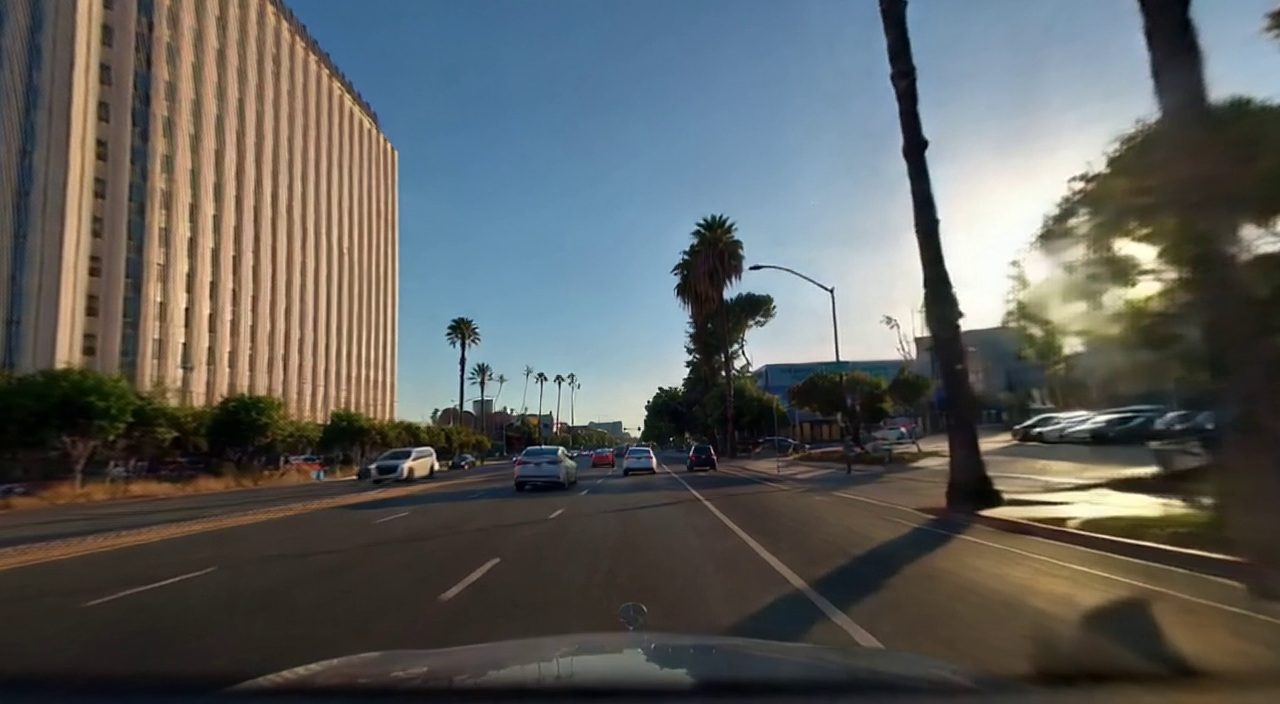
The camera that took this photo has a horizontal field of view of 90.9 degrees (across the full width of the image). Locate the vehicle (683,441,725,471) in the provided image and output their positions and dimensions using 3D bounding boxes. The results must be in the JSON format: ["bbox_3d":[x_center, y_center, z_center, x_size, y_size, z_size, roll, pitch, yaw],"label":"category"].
[{"bbox_3d":[4.018,6.603,40.175,2.108,1.785,4.334,0,-8,-1],"label":"vehicle"}]

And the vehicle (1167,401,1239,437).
[{"bbox_3d":[27.577,3.366,31.001,1.781,1.592,3.879,-5,-10,30],"label":"vehicle"}]

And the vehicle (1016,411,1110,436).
[{"bbox_3d":[27.791,4.772,41.569,1.663,1.499,4.774,5,-10,-31],"label":"vehicle"}]

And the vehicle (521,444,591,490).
[{"bbox_3d":[-3.006,4.235,23.593,1.908,1.505,4.369,-1,-9,2],"label":"vehicle"}]

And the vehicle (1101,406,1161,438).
[{"bbox_3d":[24.341,3.551,31.373,1.815,1.441,3.985,-6,-10,31],"label":"vehicle"}]

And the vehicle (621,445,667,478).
[{"bbox_3d":[0.198,5.411,31.360,2.147,1.507,3.953,0,-8,0],"label":"vehicle"}]

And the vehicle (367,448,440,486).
[{"bbox_3d":[-11.521,5.596,31.064,1.886,1.706,4.209,-1,-9,1],"label":"vehicle"}]
